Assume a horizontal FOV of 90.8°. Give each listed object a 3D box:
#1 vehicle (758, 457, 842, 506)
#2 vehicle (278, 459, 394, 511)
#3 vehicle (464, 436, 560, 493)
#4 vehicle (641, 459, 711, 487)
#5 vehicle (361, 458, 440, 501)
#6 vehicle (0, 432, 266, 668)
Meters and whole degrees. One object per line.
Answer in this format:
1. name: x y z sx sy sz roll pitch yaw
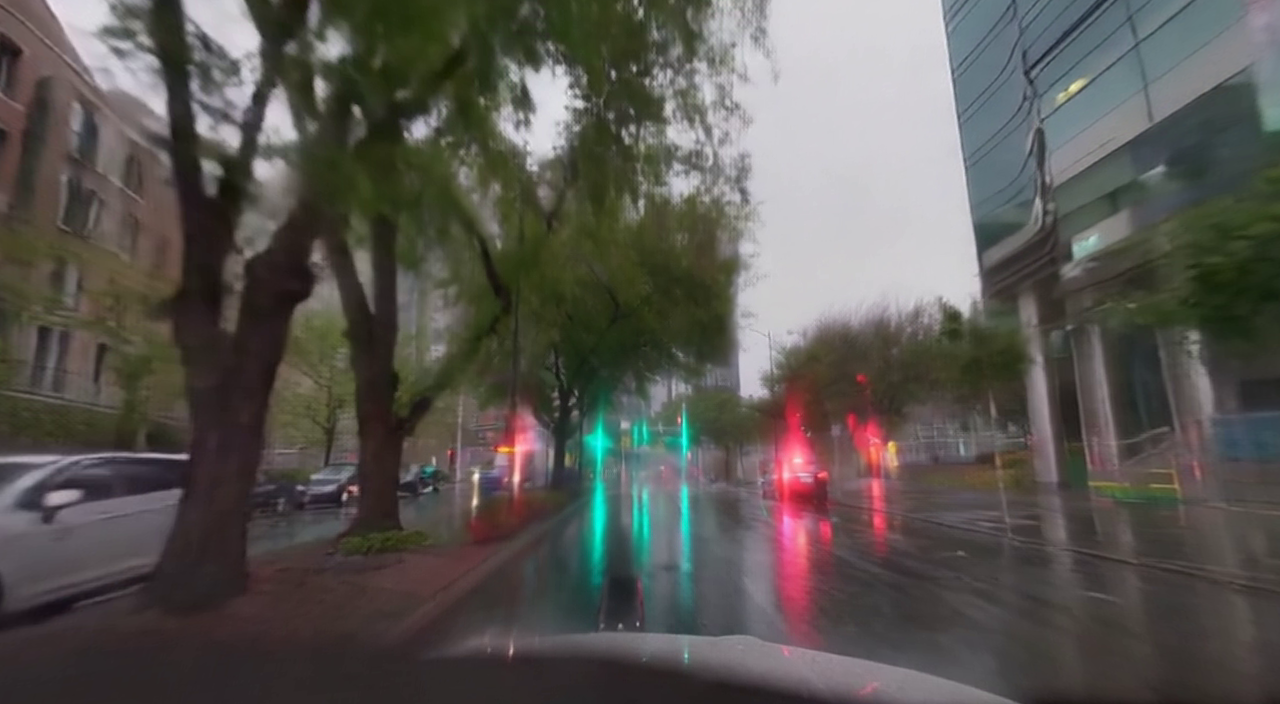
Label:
1. vehicle: 5.810 4.753 23.588 1.888 1.536 4.381 0 -8 -2
2. vehicle: -11.060 4.845 23.428 1.968 1.608 4.609 0 -8 1
3. vehicle: -7.195 6.404 36.506 2.591 2.910 6.652 -2 -9 16
4. vehicle: 2.603 8.828 46.053 4.742 1.906 1.933 2 -9 -9
5. vehicle: -10.982 5.853 29.309 1.908 1.721 4.285 0 -8 1
6. vehicle: -5.125 1.409 4.905 1.914 1.530 3.980 0 -8 1
